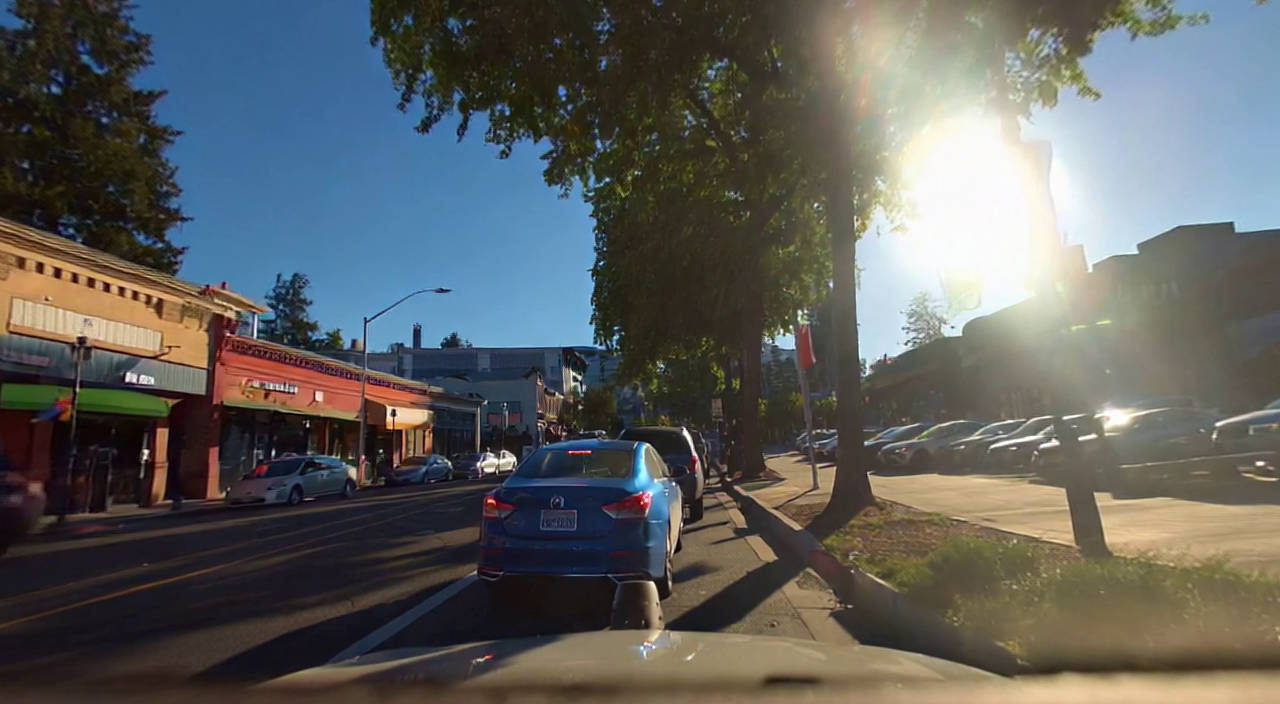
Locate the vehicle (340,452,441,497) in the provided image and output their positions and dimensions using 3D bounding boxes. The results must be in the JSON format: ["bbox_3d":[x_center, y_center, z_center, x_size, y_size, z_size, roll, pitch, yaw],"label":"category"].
[{"bbox_3d":[-10.259,5.033,26.280,1.826,1.432,4.556,-7,-9,8],"label":"vehicle"}]

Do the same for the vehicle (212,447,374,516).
[{"bbox_3d":[-11.009,4.069,20.589,2.081,1.718,5.342,-6,-9,3],"label":"vehicle"}]

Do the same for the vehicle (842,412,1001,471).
[{"bbox_3d":[9.016,2.833,20.221,4.558,1.528,1.915,0,-8,-23],"label":"vehicle"}]

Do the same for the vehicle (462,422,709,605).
[{"bbox_3d":[-0.277,1.634,7.289,1.939,1.478,3.922,-2,-8,9],"label":"vehicle"}]
